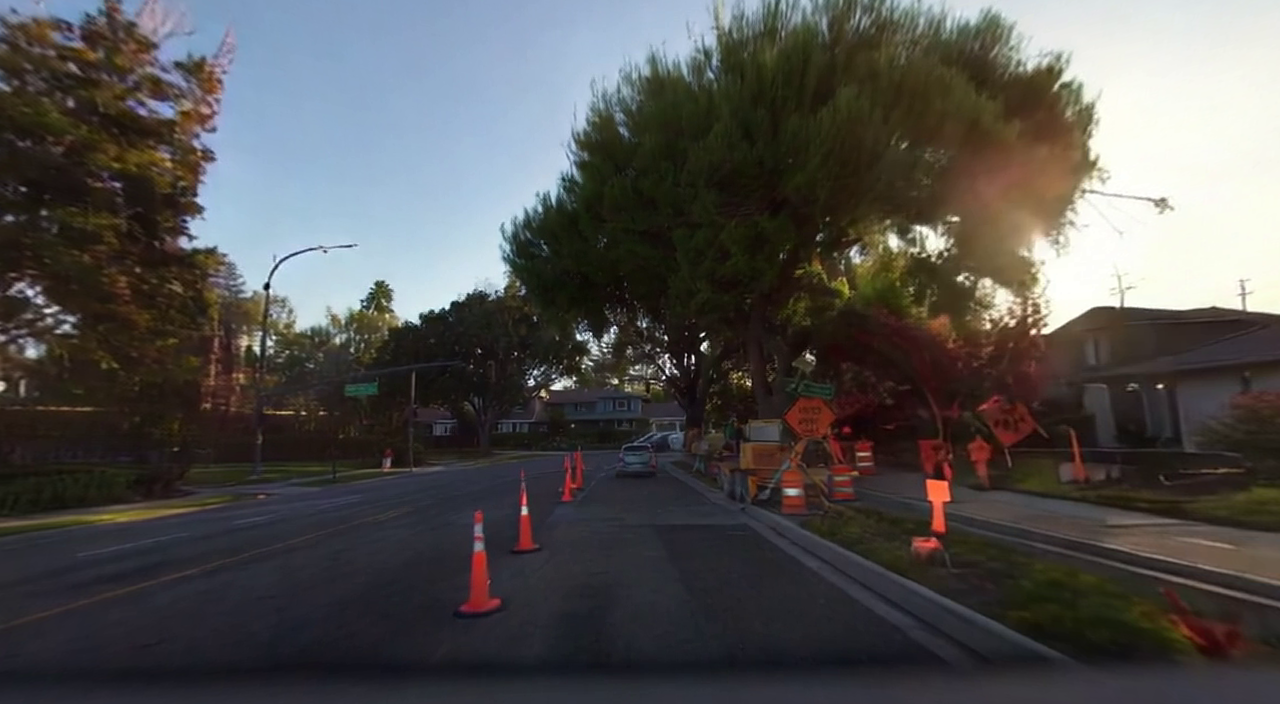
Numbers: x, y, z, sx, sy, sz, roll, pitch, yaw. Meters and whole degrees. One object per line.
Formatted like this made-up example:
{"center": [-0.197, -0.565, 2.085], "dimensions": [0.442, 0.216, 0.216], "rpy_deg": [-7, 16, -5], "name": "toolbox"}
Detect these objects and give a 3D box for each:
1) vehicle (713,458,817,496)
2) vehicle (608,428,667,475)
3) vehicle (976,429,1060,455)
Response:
{"center": [3.288, 3.367, 17.188], "dimensions": [2.123, 0.883, 3.024], "rpy_deg": [0, -8, -2], "name": "vehicle"}
{"center": [-0.147, 3.912, 24.916], "dimensions": [2.151, 1.708, 4.084], "rpy_deg": [0, -8, -2], "name": "vehicle"}
{"center": [24.201, 5.787, 40.409], "dimensions": [4.151, 1.429, 1.743], "rpy_deg": [-2, -8, 2], "name": "vehicle"}
